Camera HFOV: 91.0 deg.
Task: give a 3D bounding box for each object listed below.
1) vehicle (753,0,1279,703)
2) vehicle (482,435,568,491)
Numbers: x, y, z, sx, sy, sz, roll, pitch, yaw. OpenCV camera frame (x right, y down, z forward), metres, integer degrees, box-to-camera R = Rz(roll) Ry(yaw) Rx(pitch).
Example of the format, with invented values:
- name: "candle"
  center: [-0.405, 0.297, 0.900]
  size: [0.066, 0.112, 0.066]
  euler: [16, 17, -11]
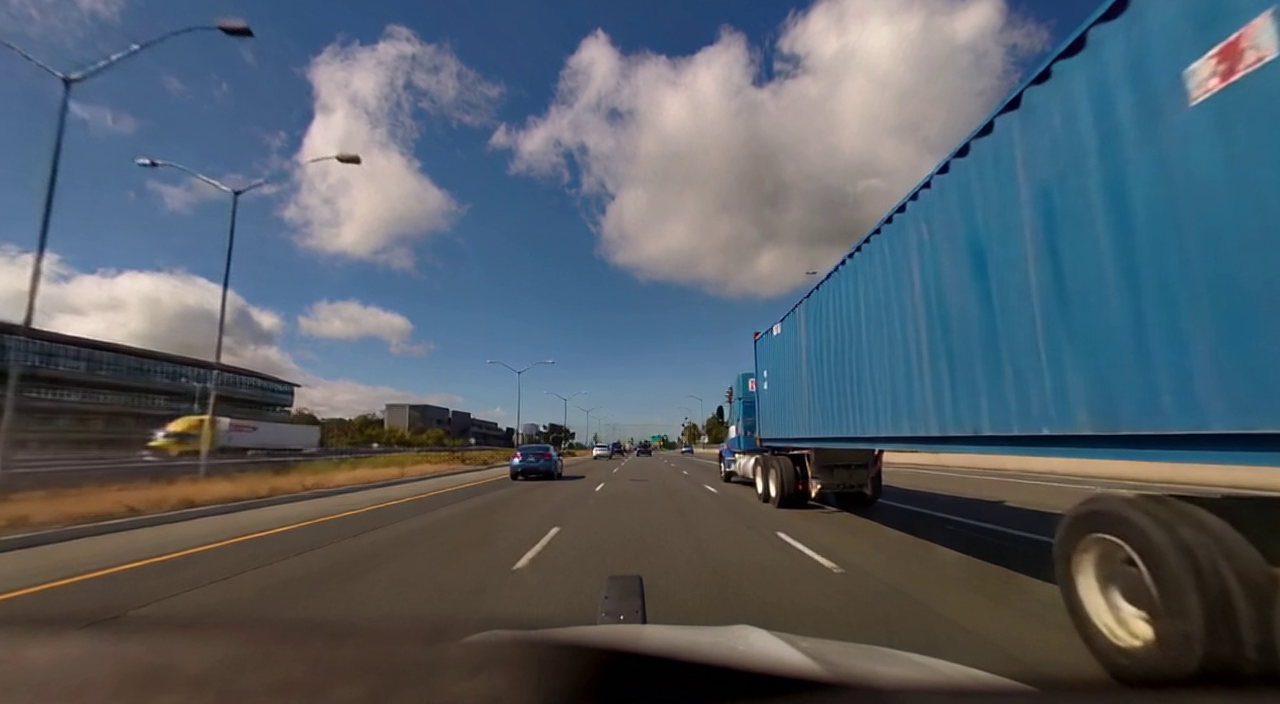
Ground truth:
- name: "vehicle"
  center: [4.068, 0.410, 8.214]
  size: [2.893, 3.992, 13.605]
  euler: [0, -9, 1]
- name: "vehicle"
  center: [-3.475, 3.448, 19.817]
  size: [1.954, 1.528, 4.010]
  euler: [0, -9, 0]
